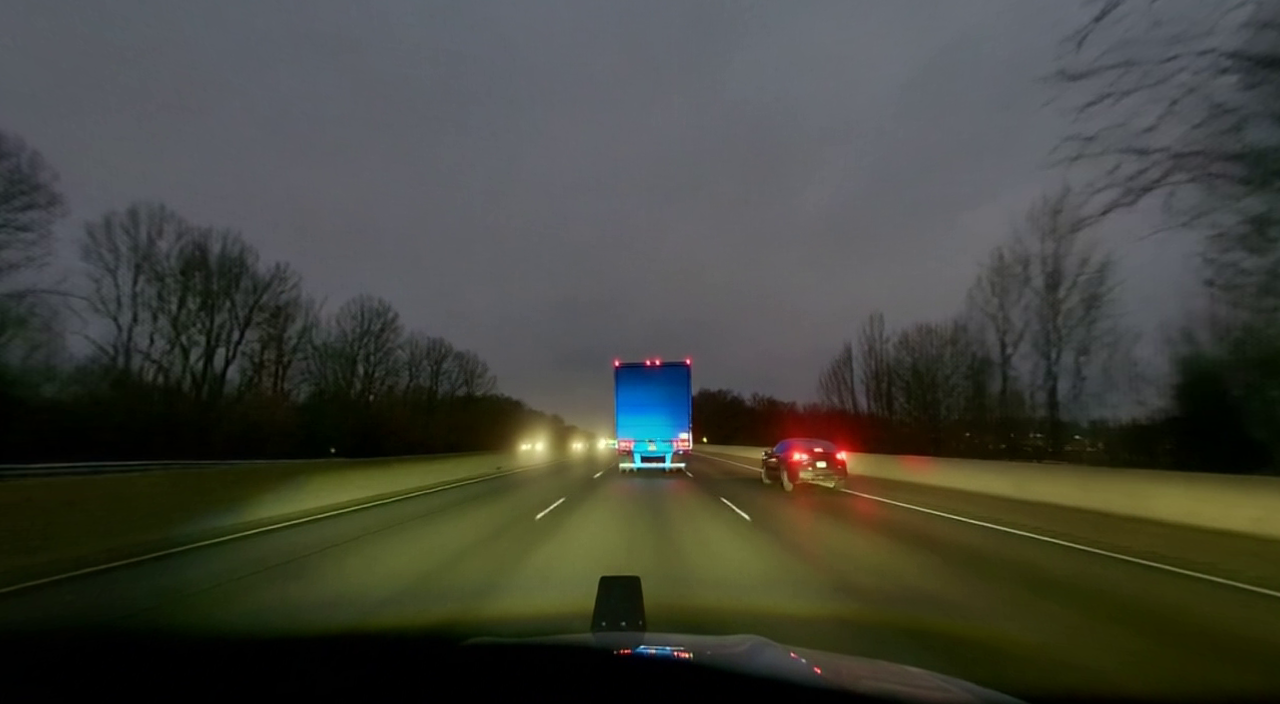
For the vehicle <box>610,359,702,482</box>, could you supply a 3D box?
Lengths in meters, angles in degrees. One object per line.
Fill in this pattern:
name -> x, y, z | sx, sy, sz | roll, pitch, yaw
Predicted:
vehicle -> 0.553, 3.001, 25.955 | 3.010, 4.039, 10.481 | 0, -8, 0
